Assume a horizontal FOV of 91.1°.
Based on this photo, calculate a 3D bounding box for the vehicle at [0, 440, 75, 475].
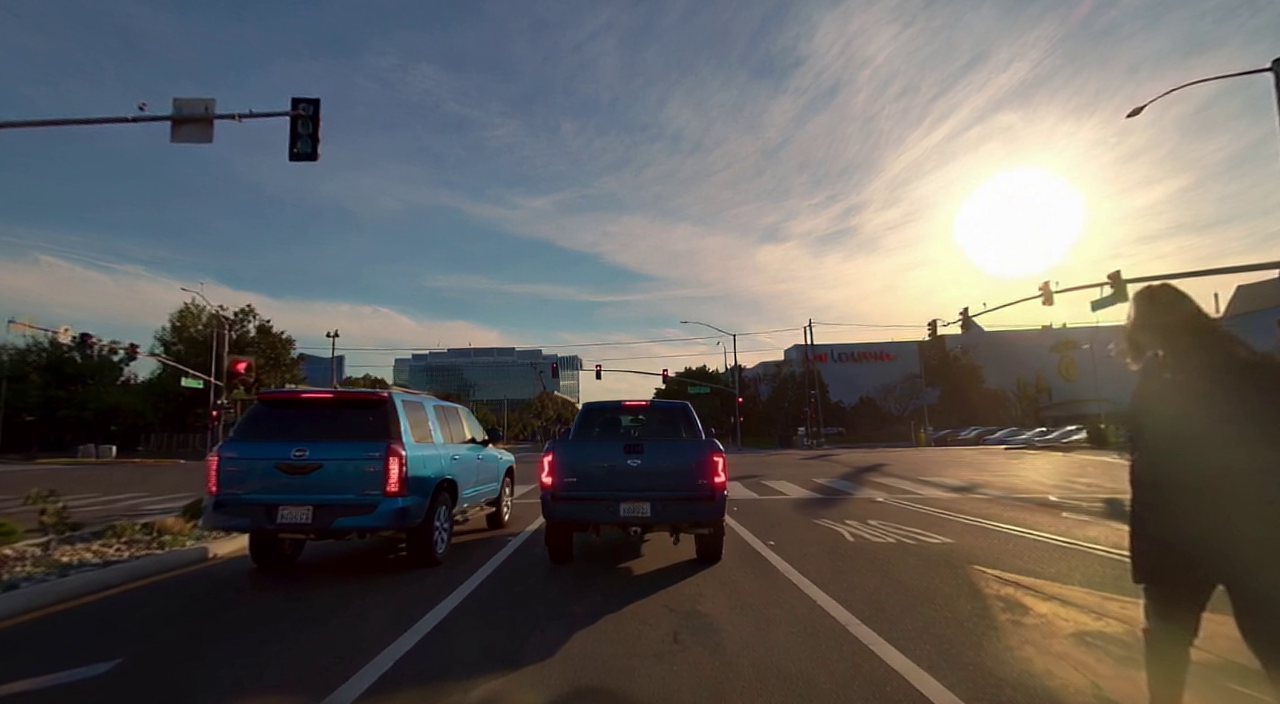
[{"bbox_3d":[-32.177,5.370,32.135,4.406,1.682,2.040,0,-8,-1],"label":"vehicle"}]

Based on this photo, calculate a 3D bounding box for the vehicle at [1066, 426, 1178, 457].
[{"bbox_3d":[27.938,5.202,36.504,4.849,1.759,2.041,0,-8,-3],"label":"vehicle"}]

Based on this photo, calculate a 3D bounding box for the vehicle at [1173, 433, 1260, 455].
[{"bbox_3d":[40.210,6.423,43.818,4.396,1.479,1.778,0,-8,-3],"label":"vehicle"}]

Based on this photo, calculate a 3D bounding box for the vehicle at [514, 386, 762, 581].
[{"bbox_3d":[-0.062,1.520,8.041,2.204,1.738,4.690,0,-8,-1],"label":"vehicle"}]

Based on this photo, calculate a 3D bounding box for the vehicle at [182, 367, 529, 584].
[{"bbox_3d":[-2.952,1.444,8.082,2.220,1.926,4.870,0,-8,-1],"label":"vehicle"}]

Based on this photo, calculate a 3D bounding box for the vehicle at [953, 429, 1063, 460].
[{"bbox_3d":[19.315,4.872,33.048,4.624,1.601,1.871,0,-8,-3],"label":"vehicle"}]
